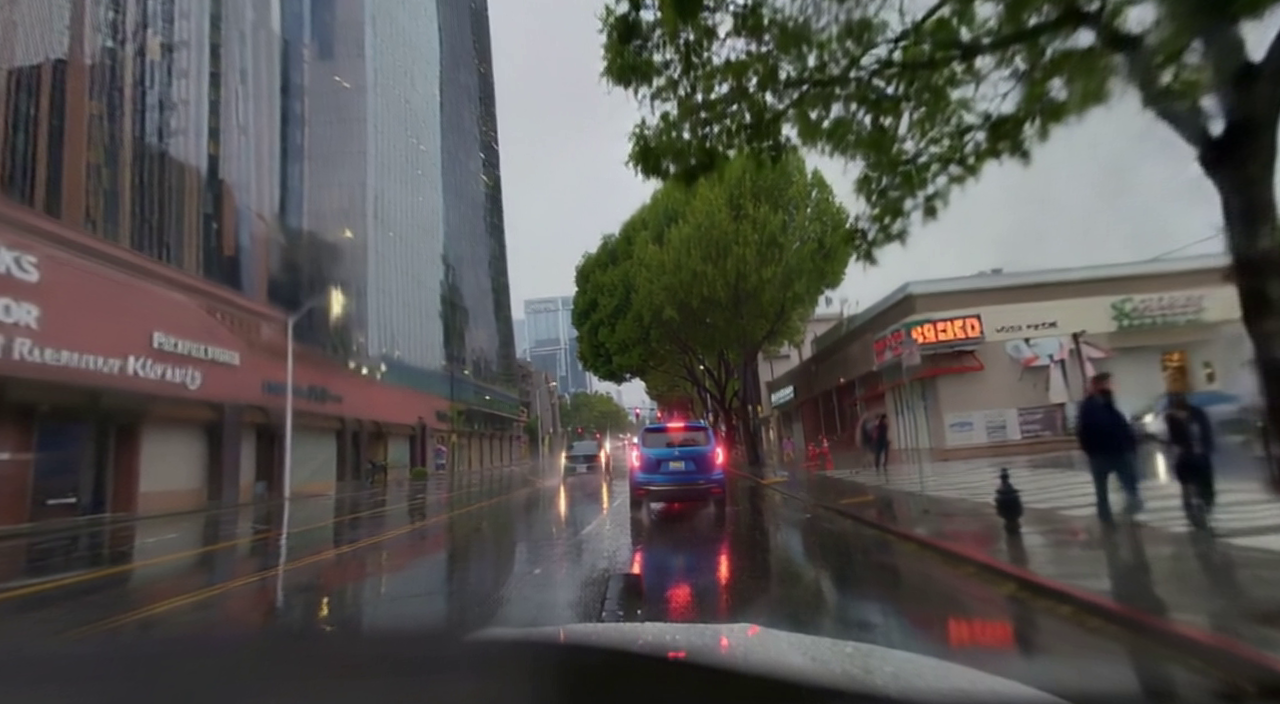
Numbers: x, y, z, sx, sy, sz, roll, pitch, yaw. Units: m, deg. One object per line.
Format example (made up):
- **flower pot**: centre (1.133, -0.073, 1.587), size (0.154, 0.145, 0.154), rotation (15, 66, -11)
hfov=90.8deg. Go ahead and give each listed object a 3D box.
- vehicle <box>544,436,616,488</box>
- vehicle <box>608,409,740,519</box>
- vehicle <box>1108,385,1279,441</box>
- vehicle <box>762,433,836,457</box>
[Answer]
- **vehicle**: centre (-2.076, 3.960, 23.098), size (2.023, 1.702, 4.152), rotation (-1, -8, 3)
- **vehicle**: centre (0.681, 2.363, 13.784), size (2.352, 1.953, 4.796), rotation (-1, -8, 2)
- **vehicle**: centre (17.393, 1.897, 19.308), size (4.474, 1.583, 1.970), rotation (-1, -8, 4)
- **vehicle**: centre (10.496, 6.143, 41.872), size (4.426, 1.490, 1.862), rotation (-1, -8, 2)
